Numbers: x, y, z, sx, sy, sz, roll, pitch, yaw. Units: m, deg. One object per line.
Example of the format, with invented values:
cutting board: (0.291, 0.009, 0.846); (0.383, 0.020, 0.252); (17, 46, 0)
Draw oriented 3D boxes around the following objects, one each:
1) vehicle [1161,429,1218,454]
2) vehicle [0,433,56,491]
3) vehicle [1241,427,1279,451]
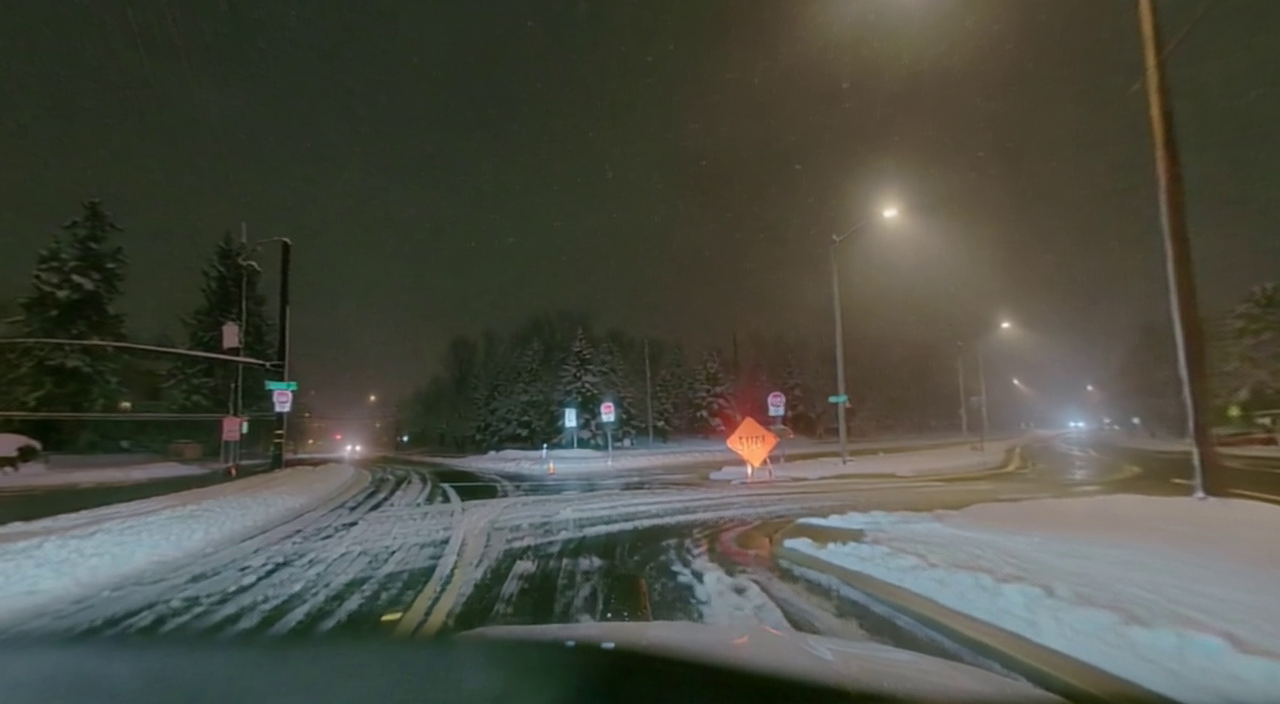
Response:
vehicle: (37.756, 6.184, 43.403); (2.023, 1.567, 4.283); (-5, -10, 29)
vehicle: (-20.976, 3.573, 20.670); (4.292, 1.734, 2.159); (-8, -11, 42)
vehicle: (40.305, 5.561, 40.088); (1.917, 1.466, 4.422); (-5, -10, 30)
